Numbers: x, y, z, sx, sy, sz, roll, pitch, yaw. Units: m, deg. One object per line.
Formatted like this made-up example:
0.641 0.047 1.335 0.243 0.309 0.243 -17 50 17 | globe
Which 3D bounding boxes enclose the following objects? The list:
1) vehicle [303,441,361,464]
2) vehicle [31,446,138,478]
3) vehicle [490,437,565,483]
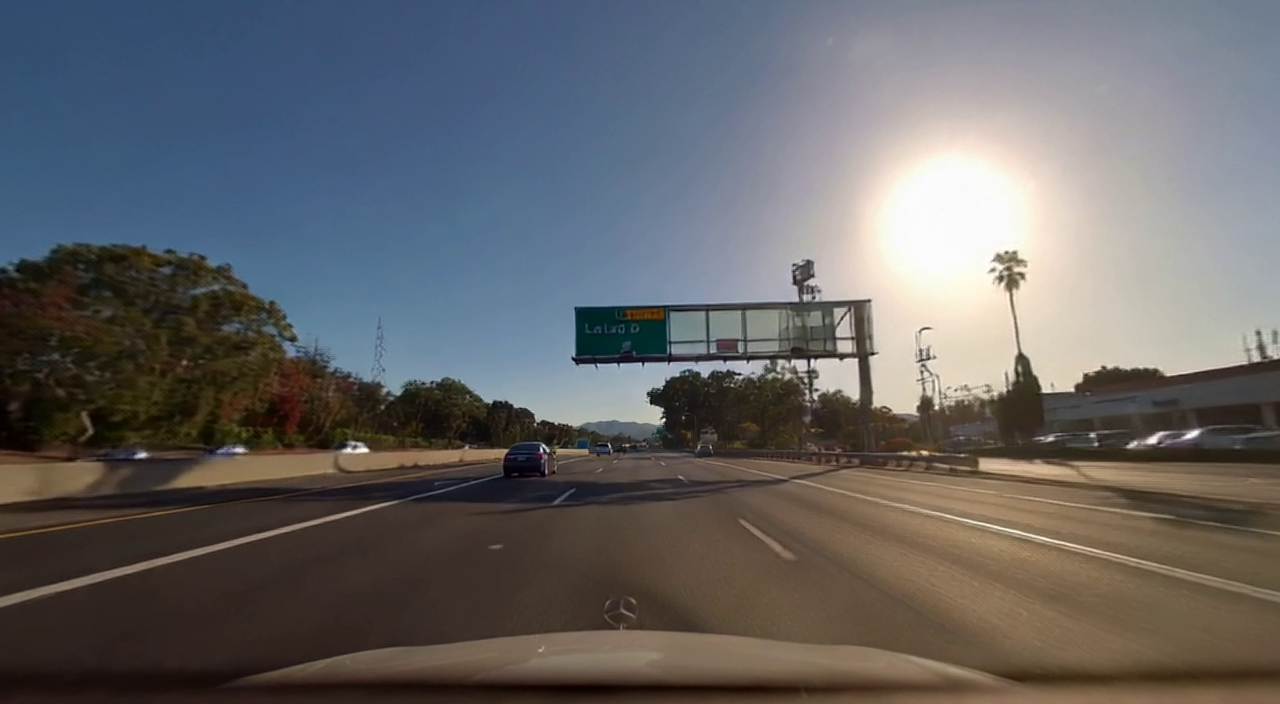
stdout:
-19.139 6.250 39.382 1.811 1.380 3.619 0 -8 0 | vehicle
-26.759 5.274 30.588 1.796 1.401 3.732 0 -8 -1 | vehicle
-4.000 3.905 23.138 1.939 1.508 4.272 0 -8 0 | vehicle
